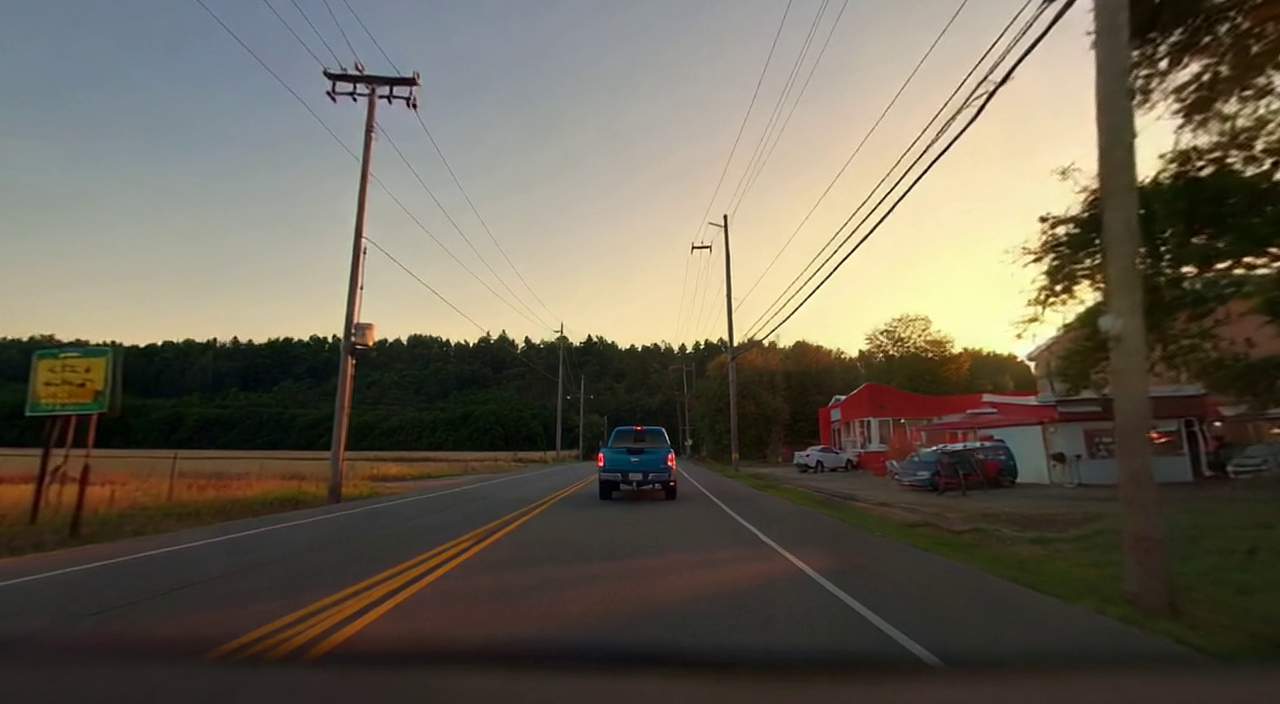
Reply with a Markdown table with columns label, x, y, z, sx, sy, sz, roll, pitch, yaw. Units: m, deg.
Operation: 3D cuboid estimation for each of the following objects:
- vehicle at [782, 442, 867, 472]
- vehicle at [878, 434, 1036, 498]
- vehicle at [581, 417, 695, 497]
| label | x | y | z | sx | sy | sz | roll | pitch | yaw |
| --- | --- | --- | --- | --- | --- | --- | --- | --- | --- |
| vehicle | 11.632 | 6.555 | 39.685 | 5.304 | 1.754 | 2.340 | 6 | -10 | -37 |
| vehicle | 11.502 | 4.032 | 22.797 | 5.776 | 1.936 | 2.535 | 6 | -8 | -33 |
| vehicle | -0.001 | 3.253 | 20.011 | 2.921 | 2.031 | 7.416 | 0 | -8 | 1 |
